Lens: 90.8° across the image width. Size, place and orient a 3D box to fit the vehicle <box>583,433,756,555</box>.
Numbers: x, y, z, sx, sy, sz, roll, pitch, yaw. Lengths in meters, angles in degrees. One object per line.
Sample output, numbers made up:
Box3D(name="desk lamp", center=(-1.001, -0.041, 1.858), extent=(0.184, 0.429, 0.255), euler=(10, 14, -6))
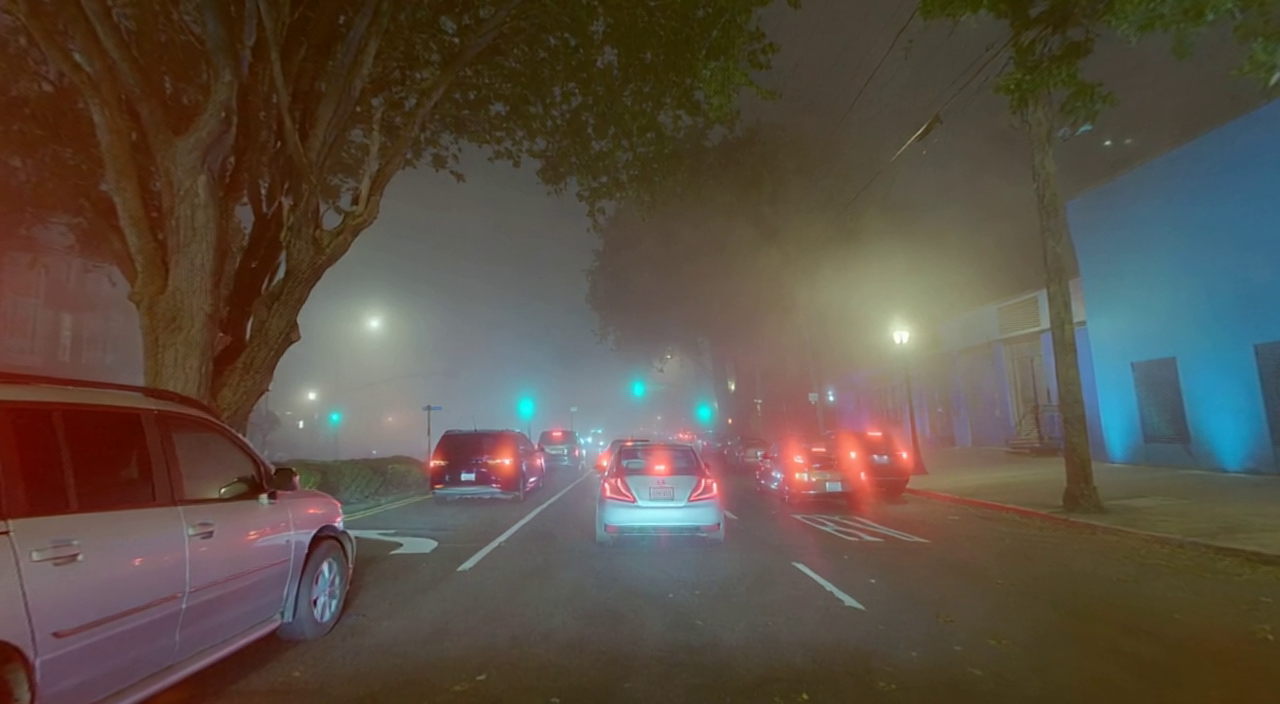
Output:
Box3D(name="vehicle", center=(0.272, 2.005, 9.623), extent=(2.095, 1.438, 3.843), euler=(0, -9, -3))

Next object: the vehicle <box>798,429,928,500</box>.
Box3D(name="vehicle", center=(6.345, 3.252, 18.687), extent=(2.025, 1.808, 4.579), euler=(0, -9, -2))

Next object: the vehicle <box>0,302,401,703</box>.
Box3D(name="vehicle", center=(-3.269, 0.931, 3.392), extent=(2.152, 1.802, 4.628), euler=(0, -9, 0))

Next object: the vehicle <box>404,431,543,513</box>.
Box3D(name="vehicle", center=(-3.508, 2.622, 14.269), extent=(1.901, 1.522, 4.556), euler=(0, -9, 0))
